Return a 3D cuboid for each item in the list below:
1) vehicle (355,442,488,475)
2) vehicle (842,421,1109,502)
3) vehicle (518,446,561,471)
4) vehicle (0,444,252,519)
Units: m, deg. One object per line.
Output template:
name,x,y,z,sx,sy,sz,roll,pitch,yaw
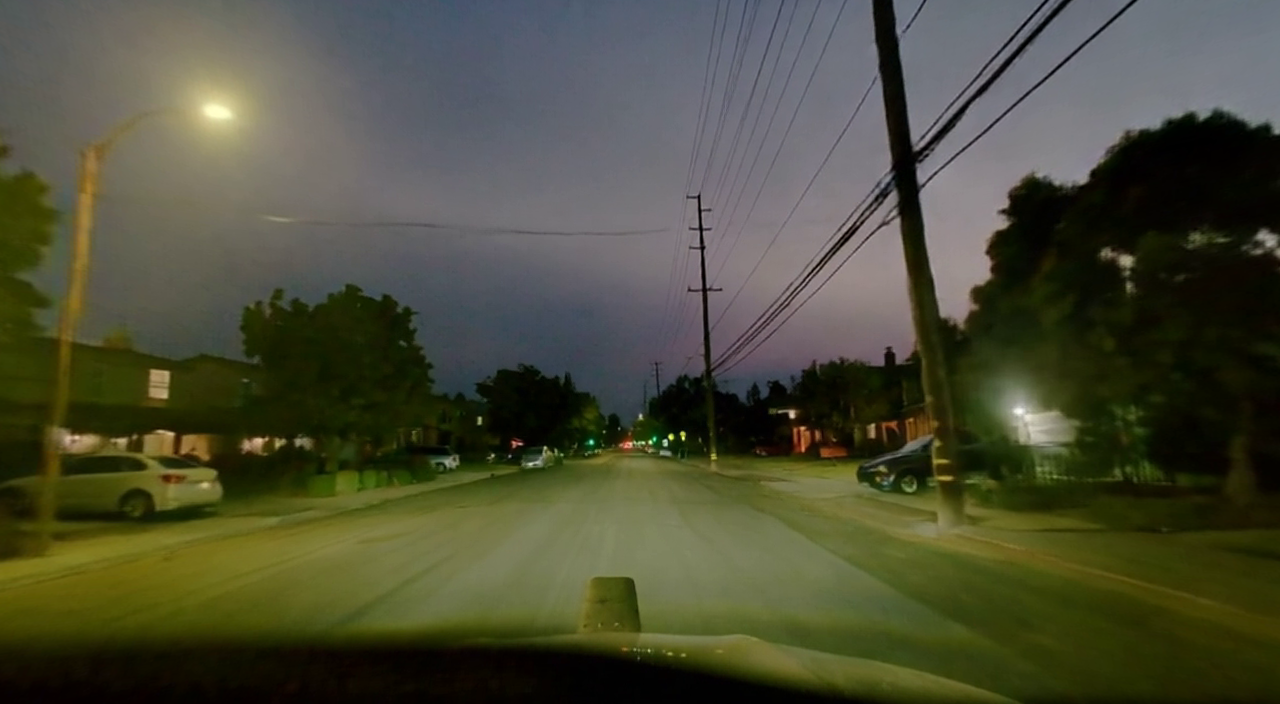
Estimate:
vehicle,-12.295,6.039,35.974,6.619,1.759,2.632,0,-9,-2
vehicle,8.964,2.948,17.419,5.890,1.896,2.459,-2,-7,1
vehicle,-6.631,7.062,42.193,2.208,1.491,5.089,0,-8,-1
vehicle,-11.295,2.757,13.719,4.371,1.482,1.954,0,-9,-1
